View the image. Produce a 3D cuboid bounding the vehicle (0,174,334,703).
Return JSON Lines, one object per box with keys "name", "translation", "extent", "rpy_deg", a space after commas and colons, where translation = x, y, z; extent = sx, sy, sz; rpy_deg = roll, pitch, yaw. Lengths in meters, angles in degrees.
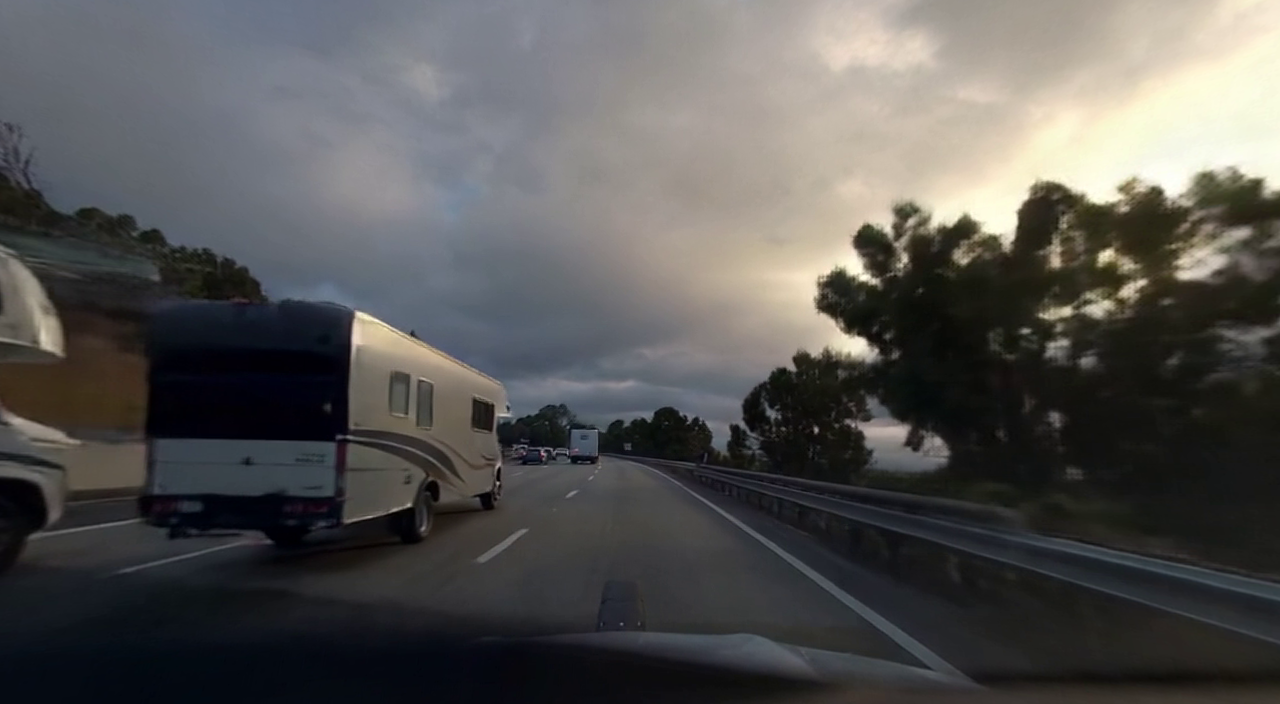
{"name": "vehicle", "translation": [-4.102, 0.671, 4.017], "extent": [2.331, 2.583, 3.743], "rpy_deg": [0, -9, 0]}
